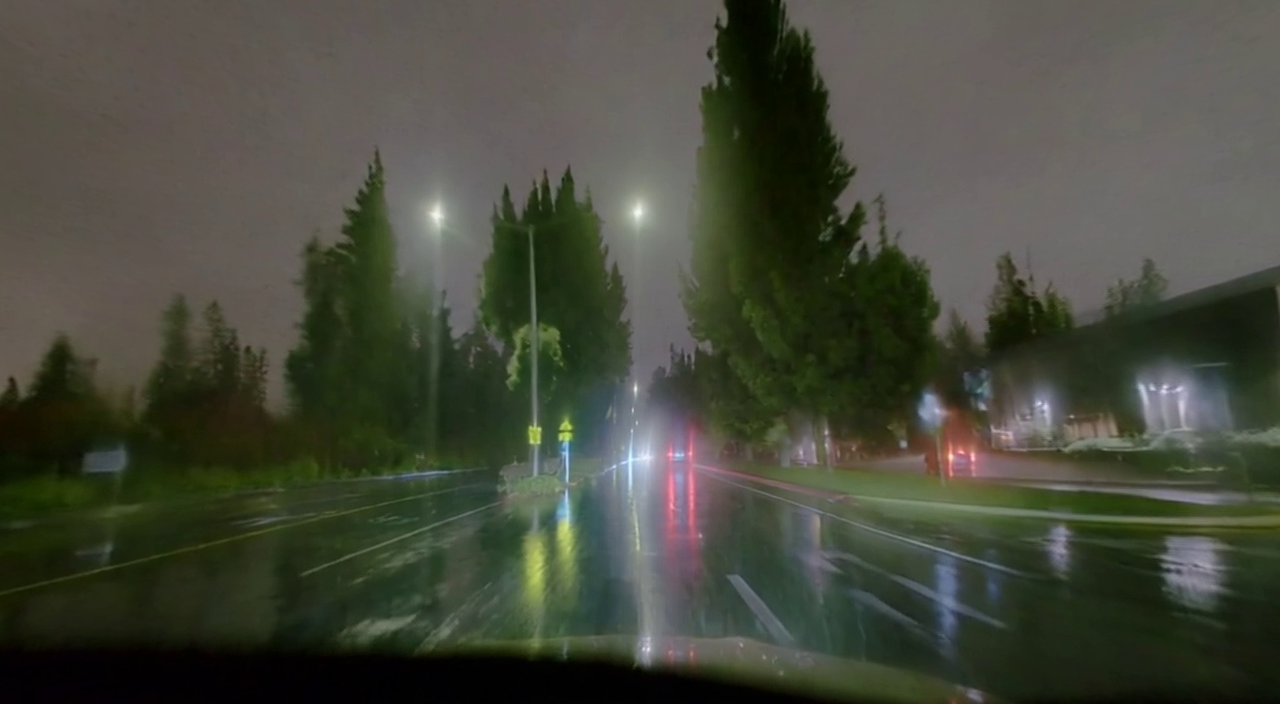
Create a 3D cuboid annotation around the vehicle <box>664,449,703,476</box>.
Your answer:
[{"bbox_3d":[2.660,6.871,39.525,2.044,1.537,4.528,0,-8,-1],"label":"vehicle"}]
